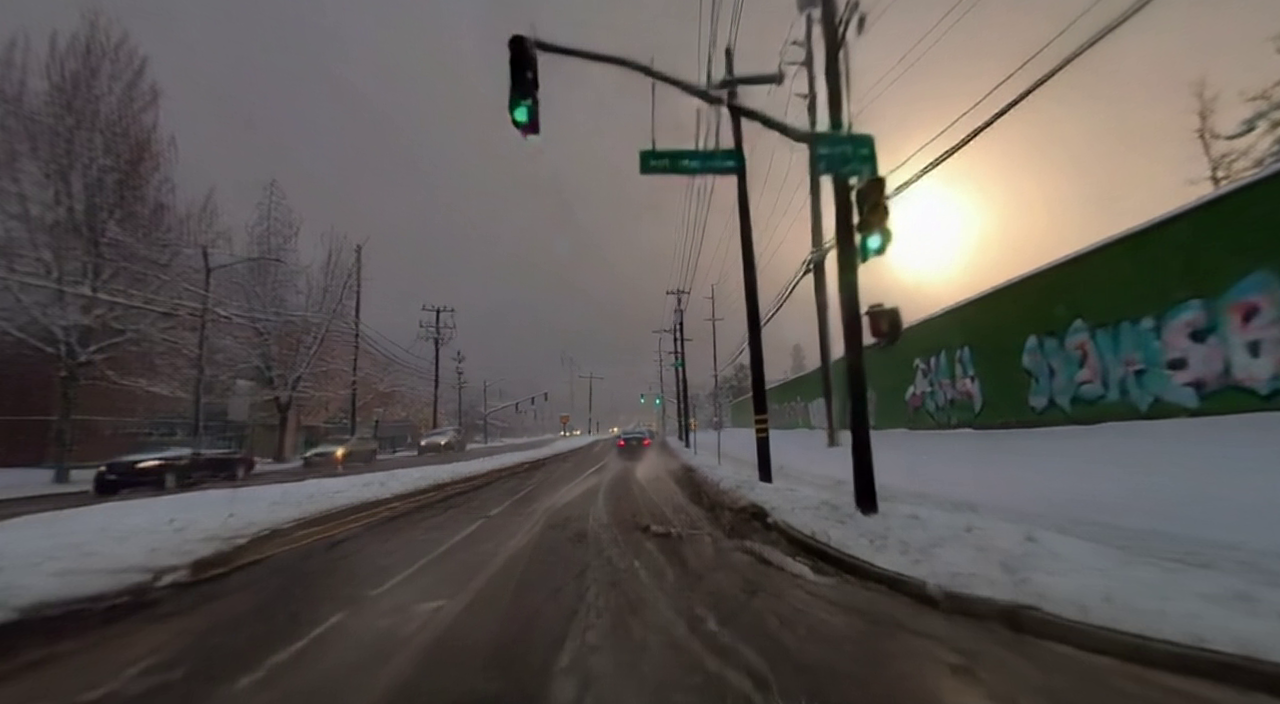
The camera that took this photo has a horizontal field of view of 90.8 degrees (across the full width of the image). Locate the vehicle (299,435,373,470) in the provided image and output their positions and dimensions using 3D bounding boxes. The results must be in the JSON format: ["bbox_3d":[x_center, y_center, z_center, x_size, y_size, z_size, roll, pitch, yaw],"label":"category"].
[{"bbox_3d":[-15.839,5.242,33.173,1.841,1.658,3.953,0,-8,1],"label":"vehicle"}]

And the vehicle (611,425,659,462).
[{"bbox_3d":[-0.228,4.311,29.831,2.105,1.611,3.750,0,-8,0],"label":"vehicle"}]

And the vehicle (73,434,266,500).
[{"bbox_3d":[-12.867,3.129,17.726,1.992,1.585,4.375,0,-8,1],"label":"vehicle"}]
